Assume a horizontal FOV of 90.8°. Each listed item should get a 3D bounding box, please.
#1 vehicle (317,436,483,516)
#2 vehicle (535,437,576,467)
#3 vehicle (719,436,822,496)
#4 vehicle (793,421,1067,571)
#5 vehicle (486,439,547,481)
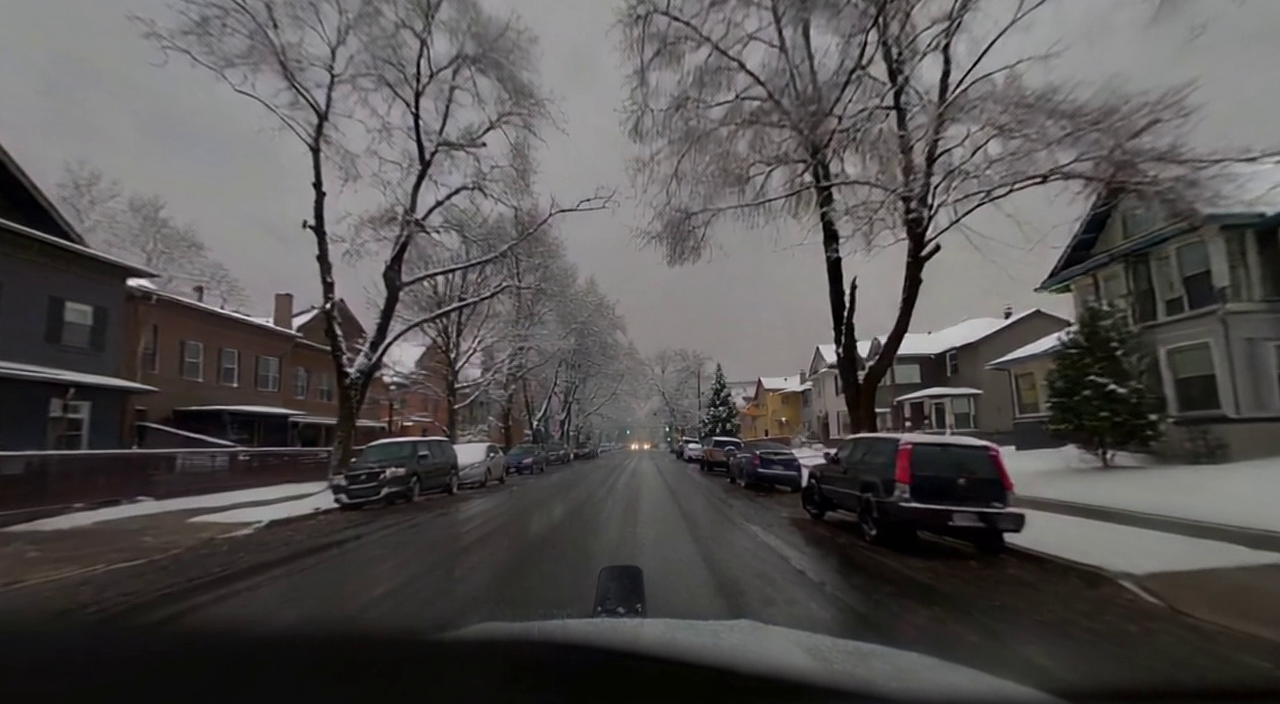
[{"bbox_3d":[-5.733,3.015,15.958,2.169,1.574,5.016,-3,-9,1],"label":"vehicle"},{"bbox_3d":[-5.634,6.725,42.476,2.106,1.760,4.573,-4,-9,-1],"label":"vehicle"},{"bbox_3d":[3.562,3.209,18.127,1.881,1.482,4.531,0,-9,-2],"label":"vehicle"},{"bbox_3d":[3.628,1.864,8.927,1.909,1.595,4.136,0,-8,0],"label":"vehicle"},{"bbox_3d":[-5.655,4.968,29.465,1.901,1.475,4.425,-4,-6,0],"label":"vehicle"}]
